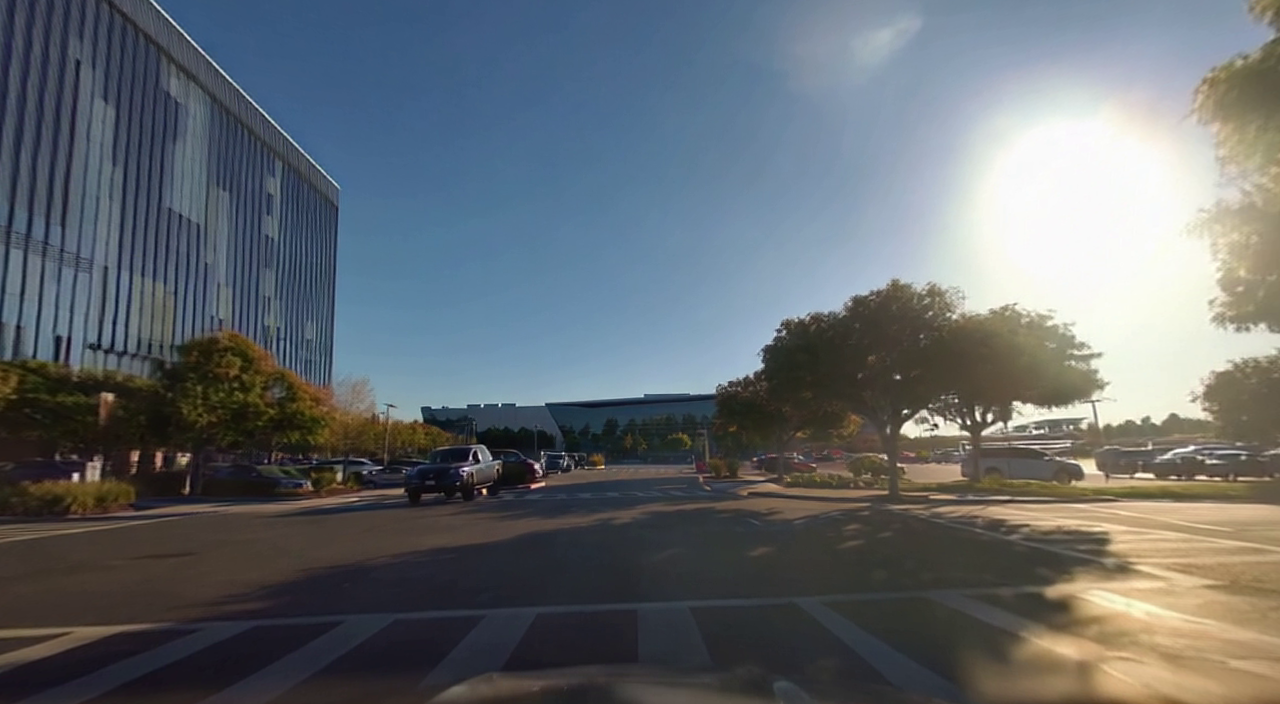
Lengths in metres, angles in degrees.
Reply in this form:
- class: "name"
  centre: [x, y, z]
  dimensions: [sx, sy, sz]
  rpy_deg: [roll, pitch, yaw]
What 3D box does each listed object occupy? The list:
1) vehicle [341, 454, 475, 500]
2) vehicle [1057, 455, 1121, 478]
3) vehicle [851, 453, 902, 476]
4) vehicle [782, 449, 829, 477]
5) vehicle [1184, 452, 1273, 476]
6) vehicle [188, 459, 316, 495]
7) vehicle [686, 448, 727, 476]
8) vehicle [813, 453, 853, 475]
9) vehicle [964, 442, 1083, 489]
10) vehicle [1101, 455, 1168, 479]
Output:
- class: "vehicle"
  centre: [-8.706, 4.643, 23.808]
  dimensions: [4.442, 1.504, 1.809]
  rpy_deg: [5, -10, -28]
- class: "vehicle"
  centre: [28.286, 7.242, 39.927]
  dimensions: [1.495, 1.371, 3.336]
  rpy_deg: [0, -10, -2]
- class: "vehicle"
  centre: [17.077, 8.121, 45.837]
  dimensions: [1.971, 1.478, 4.477]
  rpy_deg: [0, -8, 1]
- class: "vehicle"
  centre: [10.529, 7.097, 40.609]
  dimensions: [1.936, 1.673, 4.305]
  rpy_deg: [0, -8, 1]
- class: "vehicle"
  centre: [36.976, 7.049, 39.843]
  dimensions: [1.678, 1.423, 4.191]
  rpy_deg: [0, -9, 2]
- class: "vehicle"
  centre: [-16.661, 5.368, 27.271]
  dimensions: [4.331, 1.437, 1.876]
  rpy_deg: [0, -8, 3]
- class: "vehicle"
  centre: [4.559, 7.617, 44.137]
  dimensions: [2.262, 1.794, 5.331]
  rpy_deg: [0, -8, 0]
- class: "vehicle"
  centre: [14.172, 8.200, 46.521]
  dimensions: [1.935, 1.477, 3.719]
  rpy_deg: [0, -8, 4]
- class: "vehicle"
  centre: [16.484, 4.869, 27.555]
  dimensions: [2.048, 1.852, 4.998]
  rpy_deg: [0, -8, 0]
- class: "vehicle"
  centre: [31.221, 7.262, 39.991]
  dimensions: [1.519, 1.371, 3.278]
  rpy_deg: [0, -8, -1]
